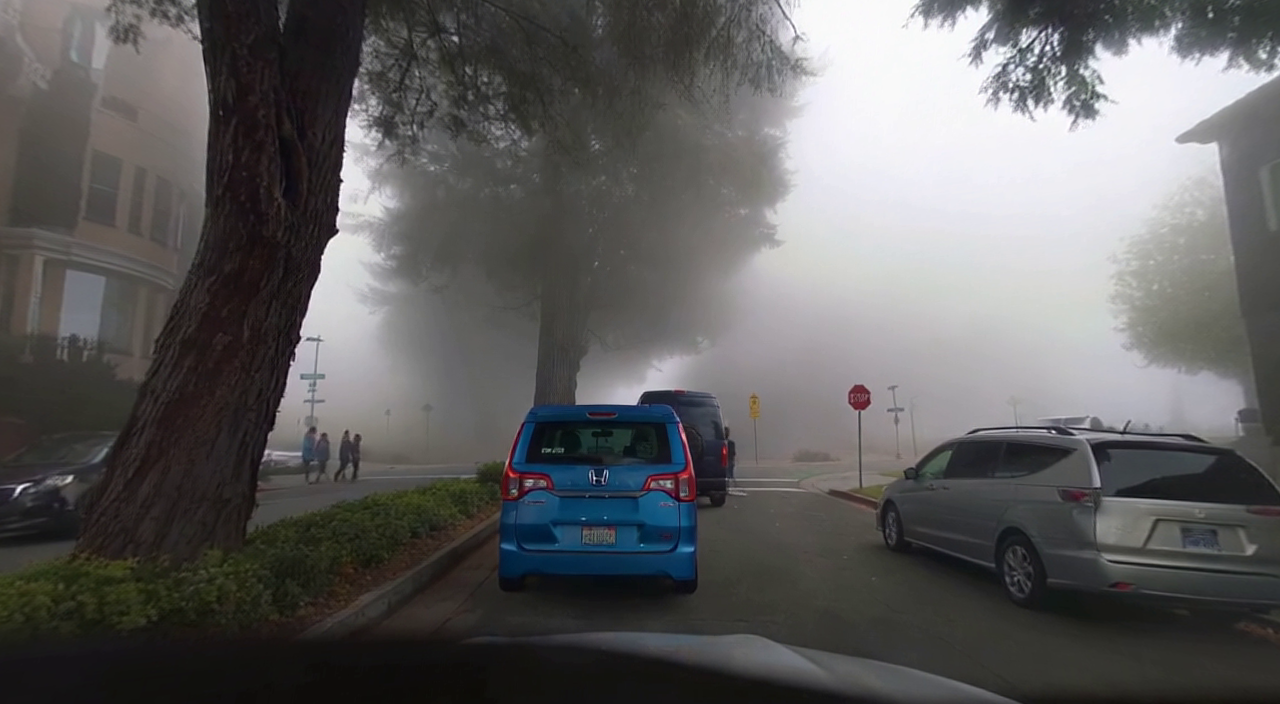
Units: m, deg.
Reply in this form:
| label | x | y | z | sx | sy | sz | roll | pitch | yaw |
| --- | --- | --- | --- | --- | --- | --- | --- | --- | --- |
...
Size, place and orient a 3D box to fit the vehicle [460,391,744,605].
| label | x | y | z | sx | sy | sz | roll | pitch | yaw |
| --- | --- | --- | --- | --- | --- | --- | --- | --- | --- |
| vehicle | -0.327 | 1.577 | 7.709 | 2.377 | 1.787 | 4.652 | 0 | -8 | 0 |

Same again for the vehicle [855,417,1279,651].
| label | x | y | z | sx | sy | sz | roll | pitch | yaw |
| --- | --- | --- | --- | --- | --- | --- | --- | --- | --- |
| vehicle | 4.219 | 1.679 | 6.905 | 1.959 | 1.581 | 4.731 | 4 | -9 | -2 |

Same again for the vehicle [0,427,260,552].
| label | x | y | z | sx | sy | sz | roll | pitch | yaw |
| --- | --- | --- | --- | --- | --- | --- | --- | --- | --- |
| vehicle | -8.291 | 2.019 | 10.052 | 1.825 | 1.532 | 4.083 | -3 | -7 | 2 |
